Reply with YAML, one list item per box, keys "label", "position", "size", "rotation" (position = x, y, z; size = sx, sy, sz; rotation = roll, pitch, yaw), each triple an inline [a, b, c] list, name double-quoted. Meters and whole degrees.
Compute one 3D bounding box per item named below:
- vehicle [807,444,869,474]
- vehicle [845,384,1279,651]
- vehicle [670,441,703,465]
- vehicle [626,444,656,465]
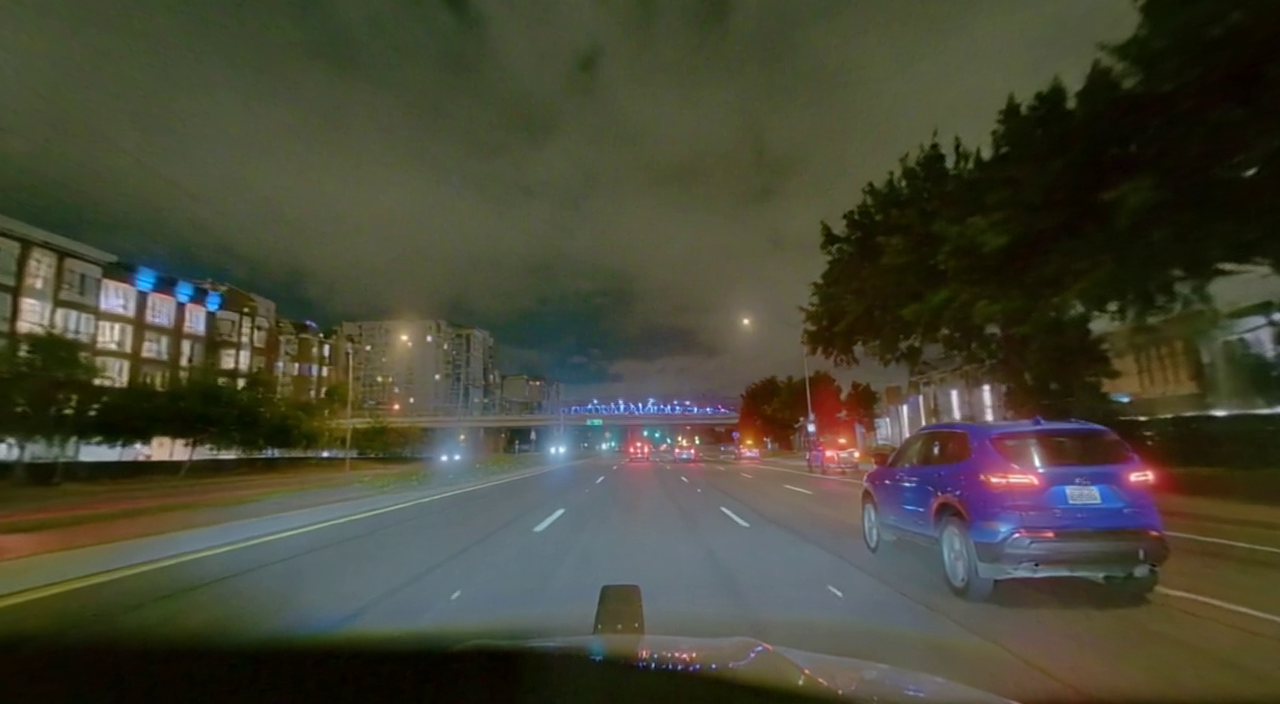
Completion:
- label: "vehicle"
  position: [10.382, 5.644, 33.518]
  size: [1.888, 1.468, 4.175]
  rotation: [0, -8, -1]
- label: "vehicle"
  position: [3.953, 1.427, 6.551]
  size: [2.130, 1.741, 4.665]
  rotation: [0, -8, 1]
- label: "vehicle"
  position: [3.472, 7.681, 48.106]
  size: [2.165, 1.708, 3.928]
  rotation: [0, -8, -1]
- label: "vehicle"
  position: [0.068, 7.777, 48.220]
  size: [2.173, 1.498, 4.528]
  rotation: [0, -8, 0]
